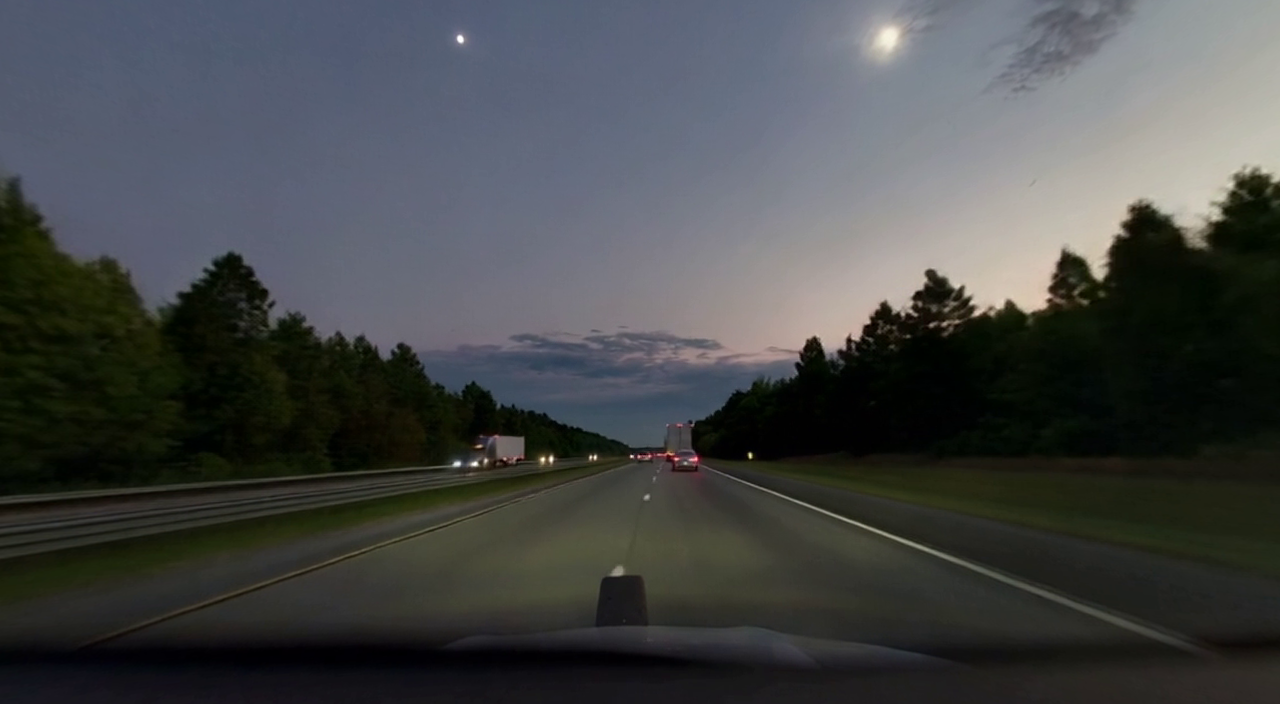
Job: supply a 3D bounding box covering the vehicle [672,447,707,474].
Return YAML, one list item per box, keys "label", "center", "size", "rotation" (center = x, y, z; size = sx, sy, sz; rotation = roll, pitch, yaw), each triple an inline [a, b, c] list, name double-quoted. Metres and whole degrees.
- label: "vehicle"
  center: [3.172, 7.039, 41.251]
  size: [2.096, 1.653, 4.185]
  rotation: [0, -9, 2]
